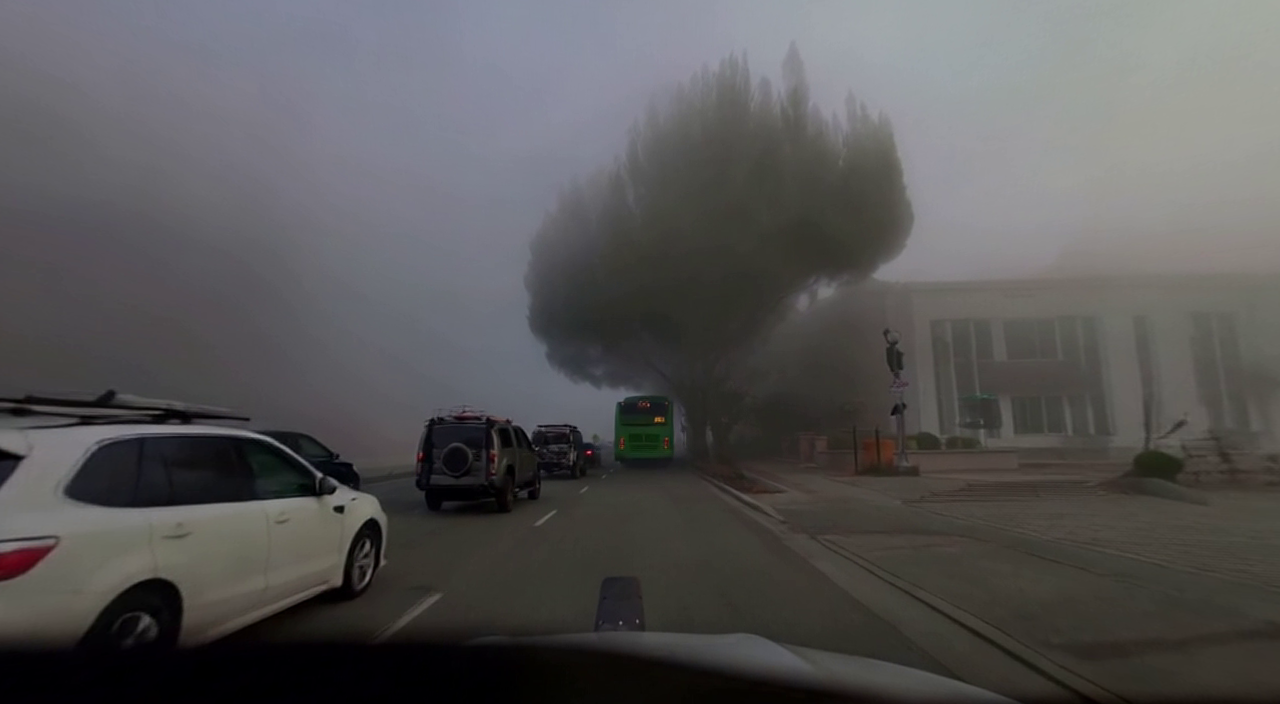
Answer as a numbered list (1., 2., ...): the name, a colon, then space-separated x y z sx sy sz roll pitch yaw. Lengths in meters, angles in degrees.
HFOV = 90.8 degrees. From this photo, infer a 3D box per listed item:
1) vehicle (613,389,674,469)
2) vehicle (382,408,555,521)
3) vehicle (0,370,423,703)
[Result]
1. vehicle: 0.251 4.639 36.866 2.970 3.857 12.200 0 -9 1
2. vehicle: -3.245 2.281 13.268 2.095 1.892 5.043 0 -9 1
3. vehicle: -3.292 1.145 4.170 2.042 1.571 4.475 0 -9 1
